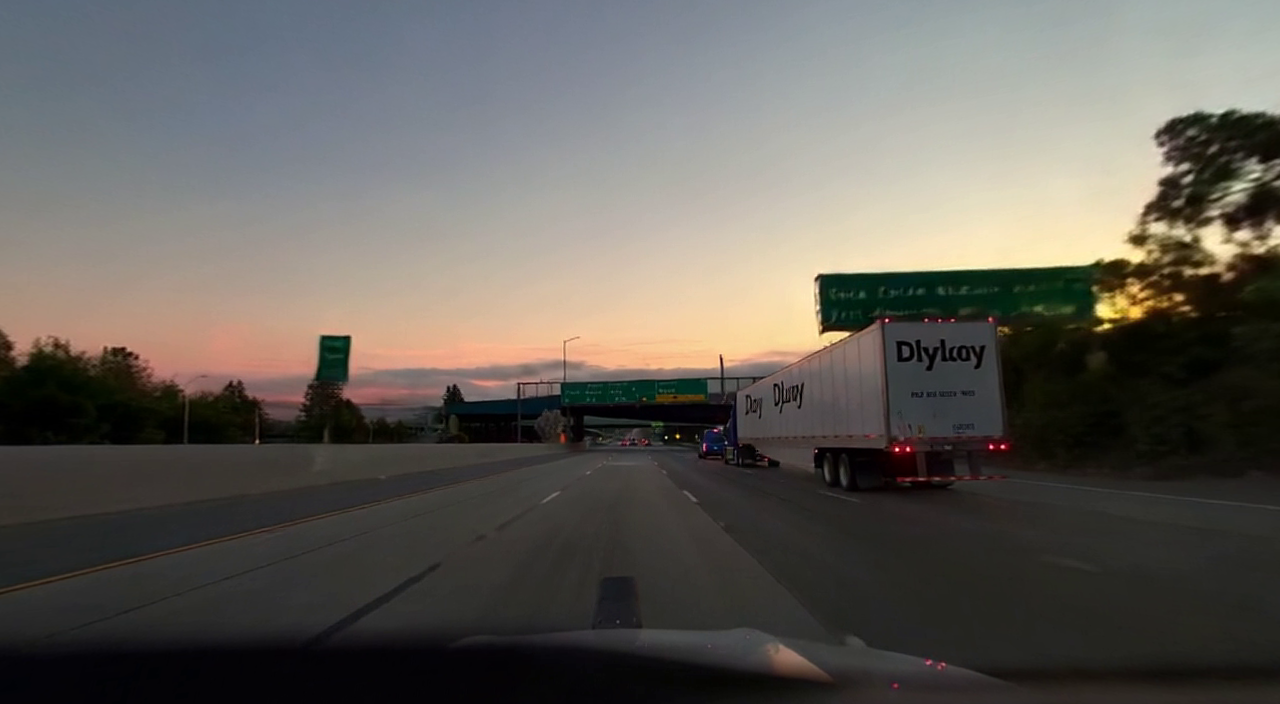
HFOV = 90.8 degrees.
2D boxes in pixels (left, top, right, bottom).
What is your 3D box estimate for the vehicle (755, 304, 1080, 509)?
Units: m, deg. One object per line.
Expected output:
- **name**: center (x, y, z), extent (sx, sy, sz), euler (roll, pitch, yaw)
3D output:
- **vehicle**: center (6.764, 2.174, 20.238), extent (2.962, 3.947, 16.241), euler (0, -8, -1)
